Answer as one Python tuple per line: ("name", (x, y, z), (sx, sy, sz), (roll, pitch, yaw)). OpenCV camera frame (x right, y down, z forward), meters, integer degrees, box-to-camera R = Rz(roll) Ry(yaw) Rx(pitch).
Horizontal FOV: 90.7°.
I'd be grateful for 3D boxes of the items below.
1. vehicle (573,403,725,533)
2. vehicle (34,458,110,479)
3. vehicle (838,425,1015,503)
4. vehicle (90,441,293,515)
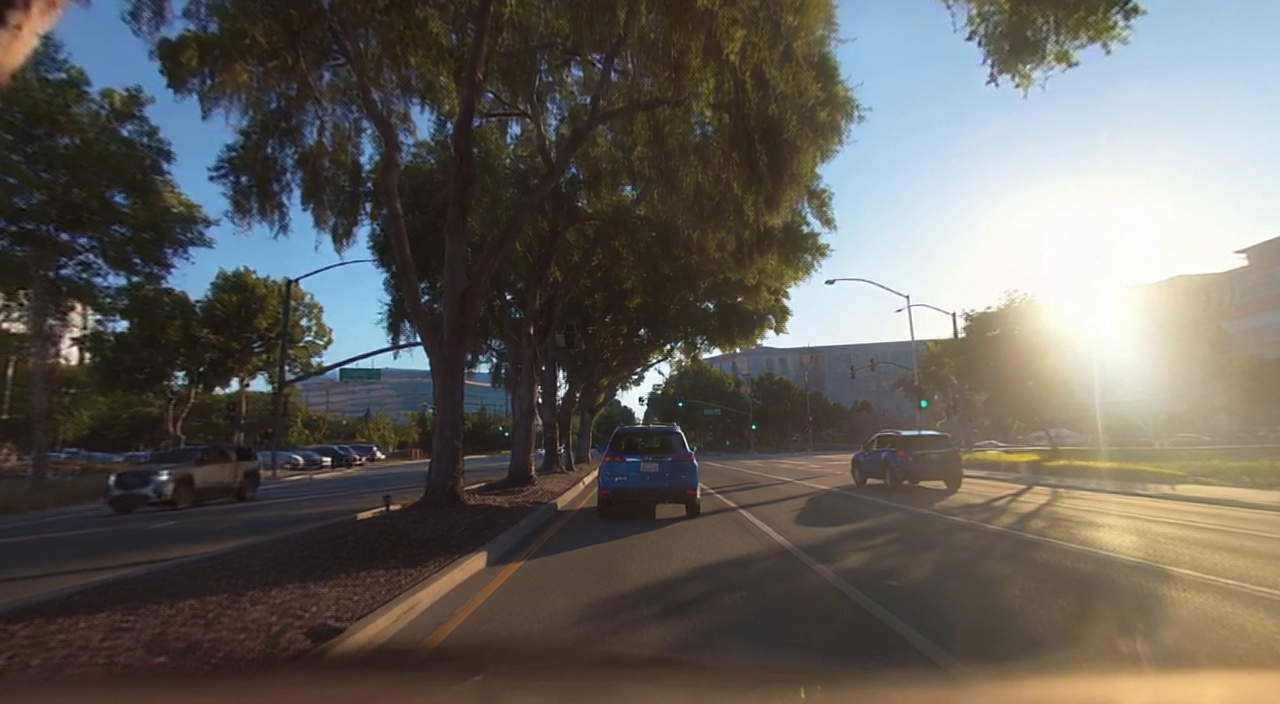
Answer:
("vehicle", (0.212, 2.093, 11.889), (2.267, 1.926, 4.708), (-1, -9, 2))
("vehicle", (-40.237, 8.241, 44.850), (3.386, 1.456, 2.024), (0, -9, 0))
("vehicle", (7.049, 2.818, 16.246), (2.447, 1.707, 4.396), (0, -9, 0))
("vehicle", (-11.257, 3.159, 16.437), (2.209, 1.627, 4.582), (1, -9, -5))
